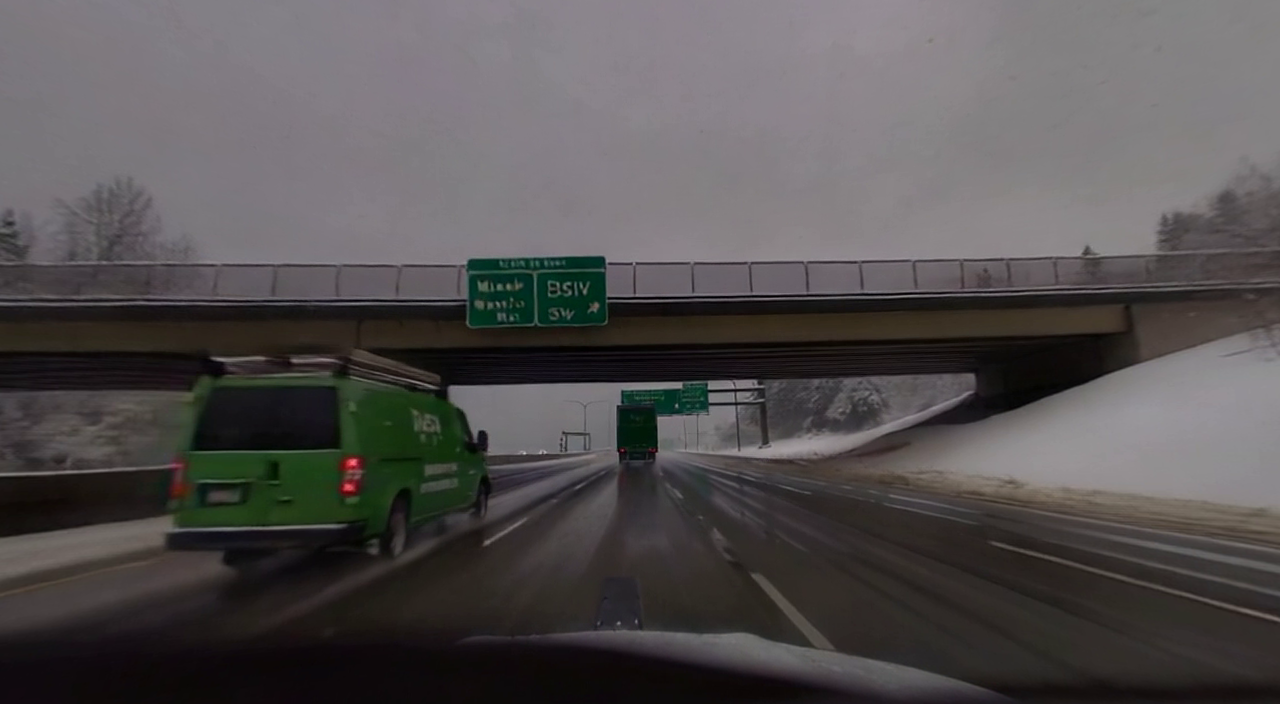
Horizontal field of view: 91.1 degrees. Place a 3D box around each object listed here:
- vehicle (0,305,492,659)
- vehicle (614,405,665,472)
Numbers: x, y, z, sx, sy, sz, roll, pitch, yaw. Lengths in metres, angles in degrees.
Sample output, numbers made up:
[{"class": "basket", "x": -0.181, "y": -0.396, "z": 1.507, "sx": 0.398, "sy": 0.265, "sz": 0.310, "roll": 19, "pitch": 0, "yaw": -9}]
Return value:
[{"class": "vehicle", "x": -3.483, "y": 1.251, "z": 6.930, "sx": 2.404, "sy": 2.371, "sz": 5.310, "roll": 0, "pitch": -9, "yaw": 0}, {"class": "vehicle", "x": -0.127, "y": 6.138, "z": 43.897, "sx": 3.025, "sy": 4.002, "sz": 12.709, "roll": 0, "pitch": -9, "yaw": -1}]
